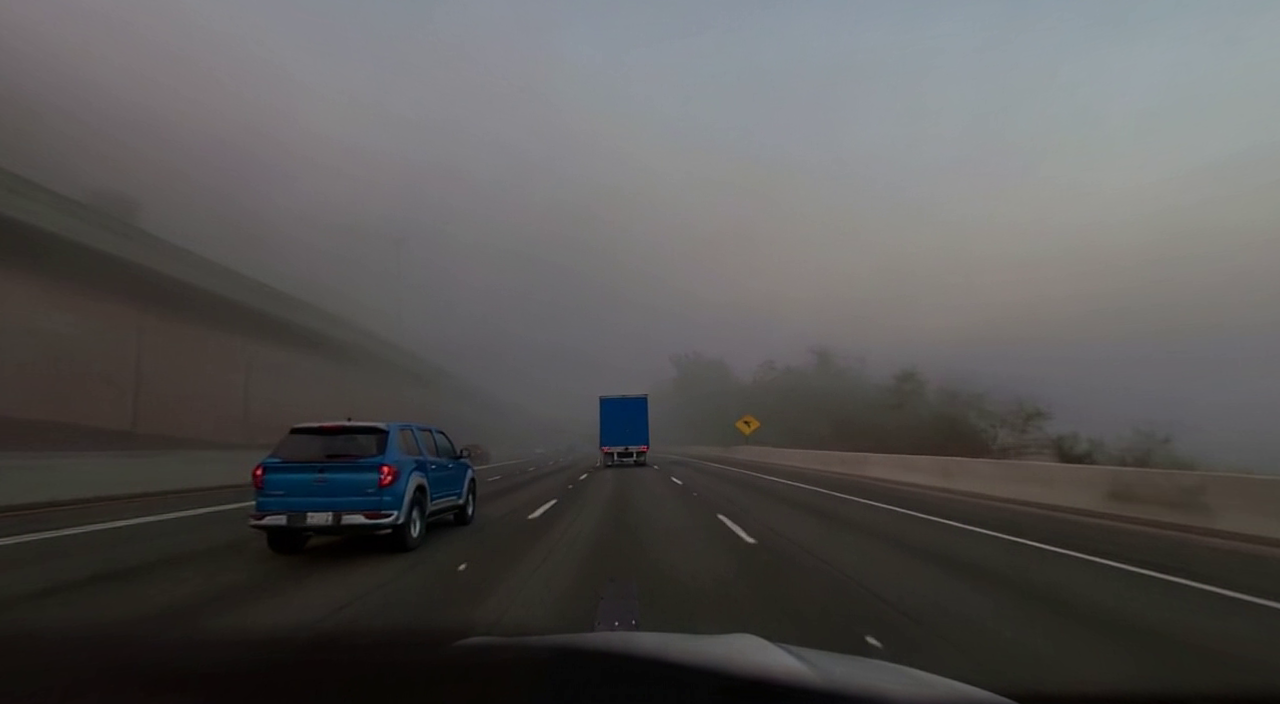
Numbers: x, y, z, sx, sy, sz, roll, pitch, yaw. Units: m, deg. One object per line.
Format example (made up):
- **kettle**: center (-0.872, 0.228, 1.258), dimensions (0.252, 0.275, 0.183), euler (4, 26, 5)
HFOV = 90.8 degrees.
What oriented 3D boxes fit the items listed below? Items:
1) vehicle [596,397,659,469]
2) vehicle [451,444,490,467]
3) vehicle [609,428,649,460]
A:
- **vehicle**: center (-0.941, 5.057, 38.121), dimensions (3.233, 3.678, 11.032), euler (0, -9, -3)
- **vehicle**: center (-12.807, 7.833, 47.992), dimensions (1.919, 1.625, 4.183), euler (0, -8, -2)
- **vehicle**: center (-0.651, 5.095, 34.902), dimensions (2.052, 1.666, 4.358), euler (0, -8, -3)
